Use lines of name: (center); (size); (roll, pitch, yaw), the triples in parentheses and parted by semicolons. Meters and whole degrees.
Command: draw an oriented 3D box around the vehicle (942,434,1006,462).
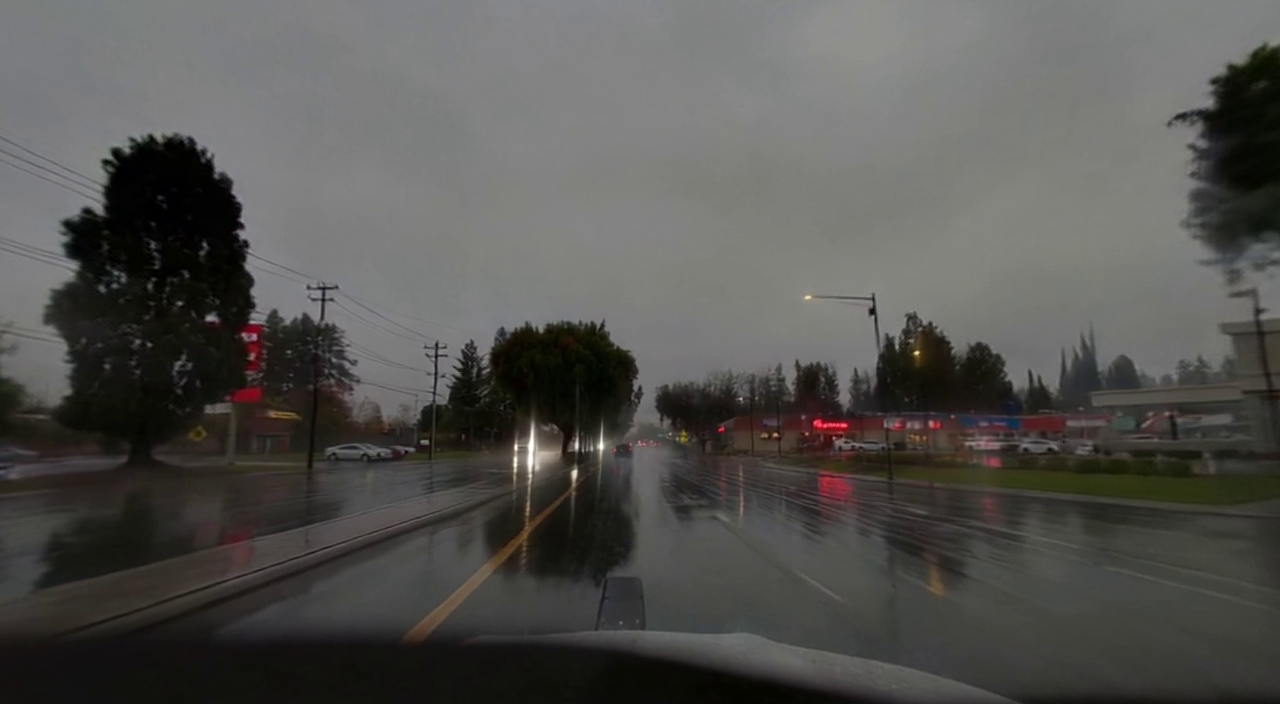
vehicle: (24.318, 7.021, 46.228); (2.136, 1.872, 4.695); (-1, -9, 0)

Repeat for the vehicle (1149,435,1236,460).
vehicle: (40.623, 7.037, 46.654); (2.228, 1.745, 4.652); (0, -8, 1)

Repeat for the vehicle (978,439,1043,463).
vehicle: (26.915, 7.234, 46.135); (2.066, 1.655, 4.485); (-1, -9, 1)
